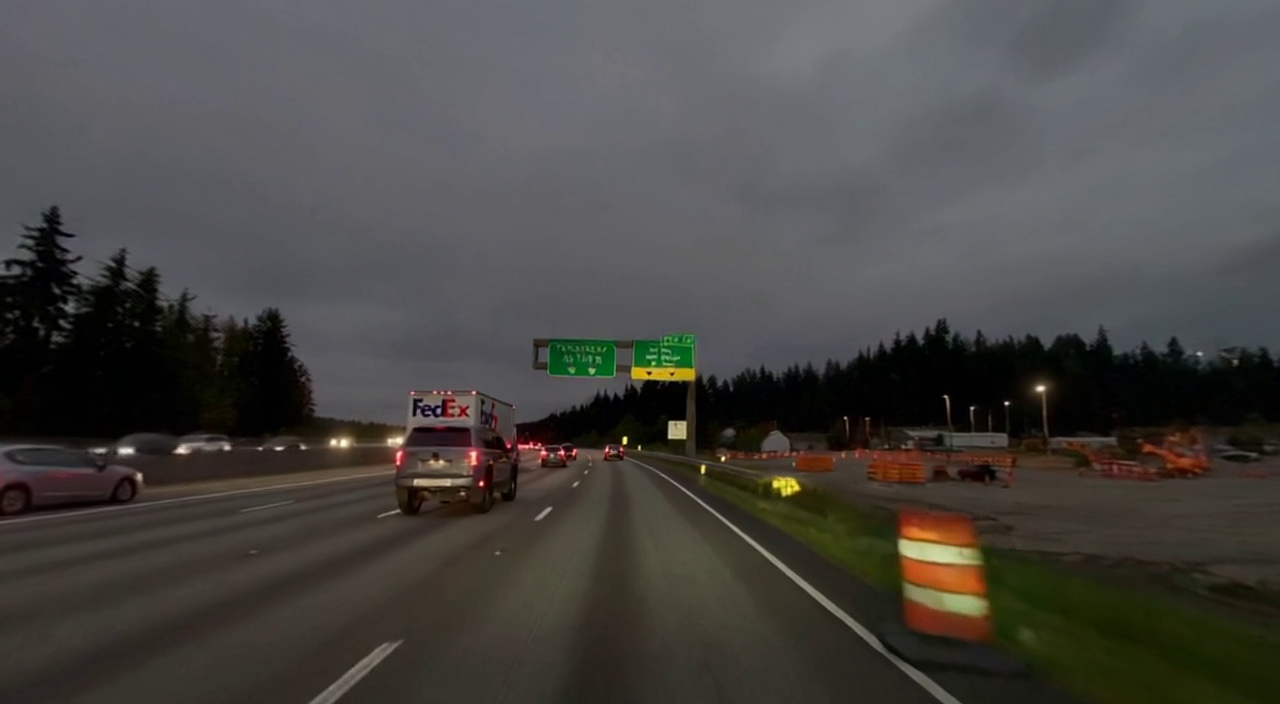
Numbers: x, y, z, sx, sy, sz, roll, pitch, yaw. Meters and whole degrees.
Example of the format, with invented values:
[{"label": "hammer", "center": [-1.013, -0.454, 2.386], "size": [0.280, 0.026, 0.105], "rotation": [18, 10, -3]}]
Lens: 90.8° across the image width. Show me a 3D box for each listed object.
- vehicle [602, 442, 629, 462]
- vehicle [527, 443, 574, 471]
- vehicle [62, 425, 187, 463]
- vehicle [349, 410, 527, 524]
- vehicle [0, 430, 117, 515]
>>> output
[{"label": "vehicle", "center": [-1.972, 7.925, 49.941], "size": [2.043, 1.489, 3.839], "rotation": [0, -9, -4]}, {"label": "vehicle", "center": [-4.977, 5.887, 35.576], "size": [2.192, 1.478, 4.591], "rotation": [0, -9, -3]}, {"label": "vehicle", "center": [-24.054, 4.357, 29.786], "size": [1.987, 1.613, 4.782], "rotation": [0, -9, -2]}, {"label": "vehicle", "center": [-3.792, 2.276, 12.935], "size": [2.170, 1.886, 4.628], "rotation": [0, -9, -1]}, {"label": "vehicle", "center": [-13.672, 2.465, 13.032], "size": [2.018, 1.668, 4.409], "rotation": [0, -9, -1]}]
